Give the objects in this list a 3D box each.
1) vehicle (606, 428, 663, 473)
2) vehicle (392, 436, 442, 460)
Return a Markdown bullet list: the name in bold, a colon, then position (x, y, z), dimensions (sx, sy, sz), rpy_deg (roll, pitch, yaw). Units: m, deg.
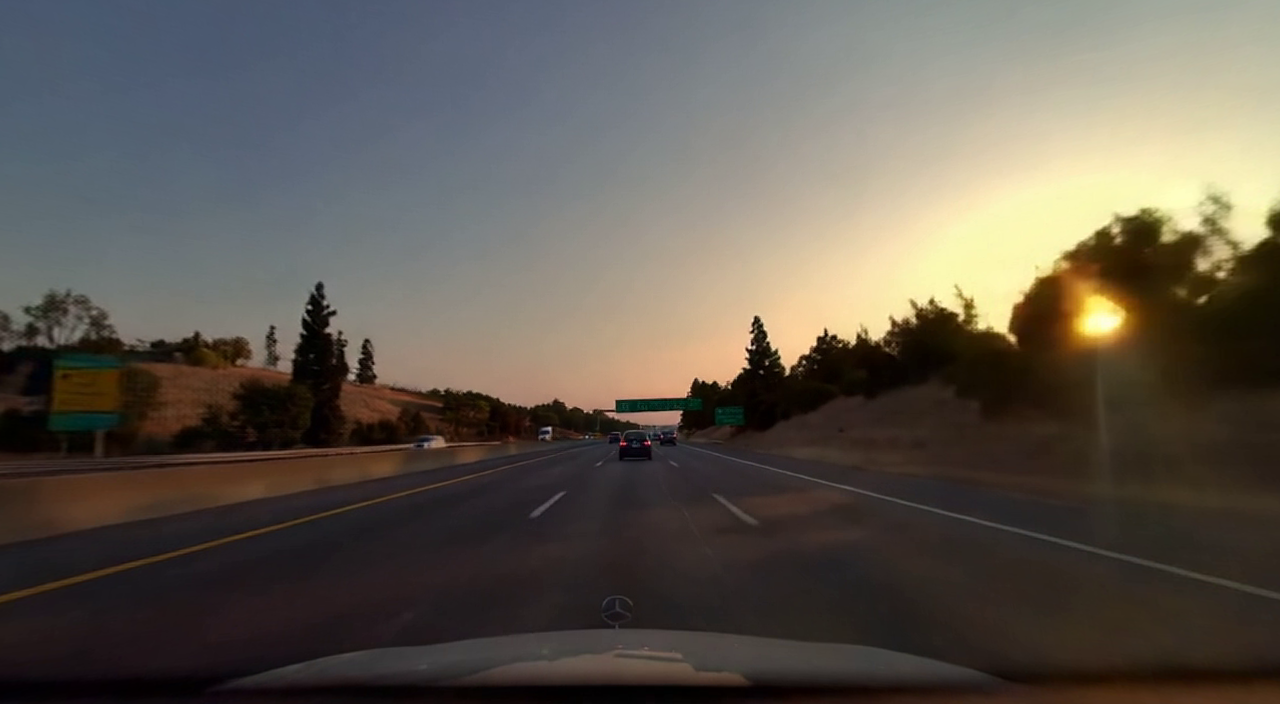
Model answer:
- **vehicle**: position (-0.226, 3.826, 24.771), dimensions (2.094, 1.600, 3.666), rpy_deg (0, -8, -1)
- **vehicle**: position (-15.914, 6.858, 45.302), dimensions (1.992, 1.625, 4.290), rpy_deg (0, -8, 0)
